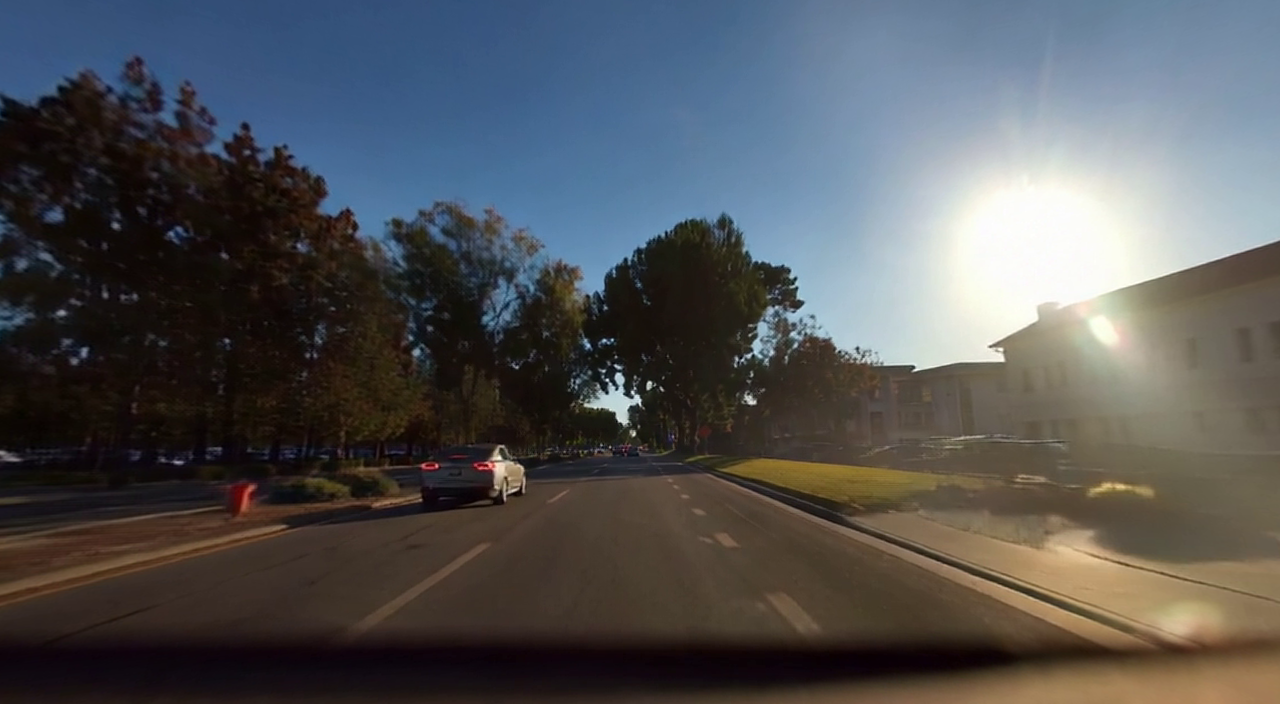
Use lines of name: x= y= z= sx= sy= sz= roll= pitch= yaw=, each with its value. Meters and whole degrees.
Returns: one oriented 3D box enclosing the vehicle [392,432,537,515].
vehicle: x=-3.642 y=2.604 z=13.966 sx=2.030 sy=1.550 sz=3.925 roll=0 pitch=-8 yaw=1
